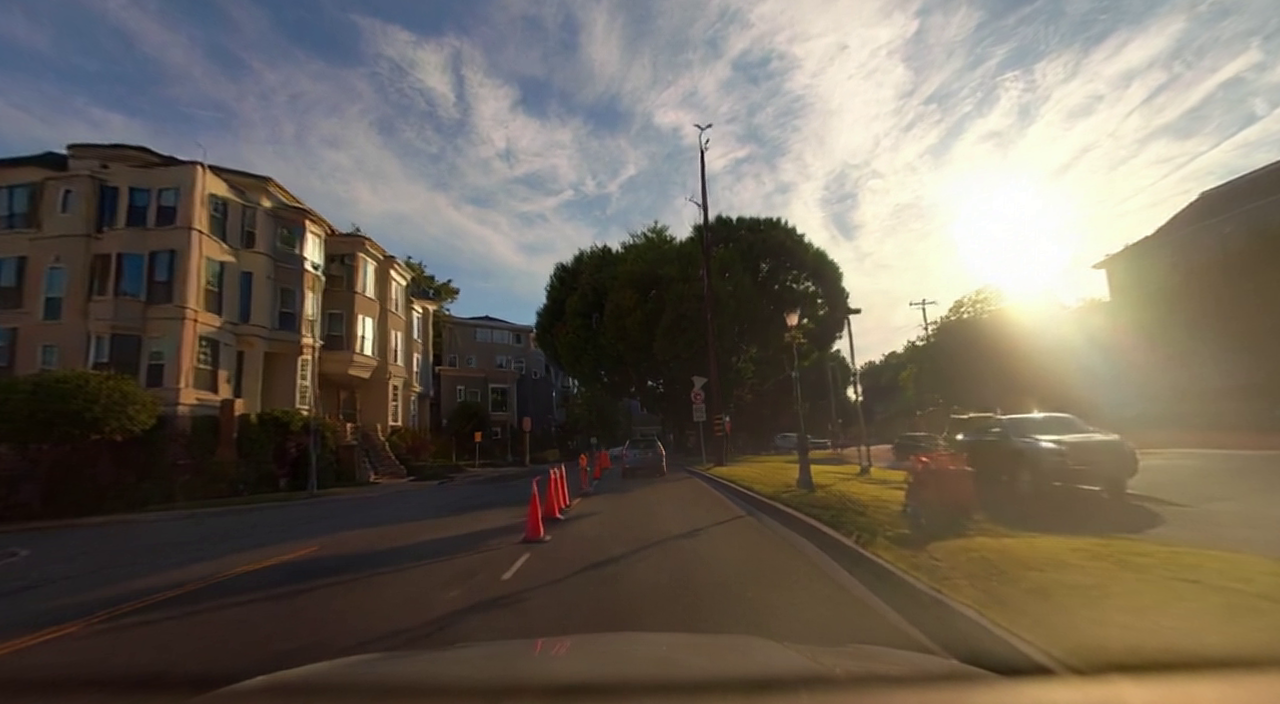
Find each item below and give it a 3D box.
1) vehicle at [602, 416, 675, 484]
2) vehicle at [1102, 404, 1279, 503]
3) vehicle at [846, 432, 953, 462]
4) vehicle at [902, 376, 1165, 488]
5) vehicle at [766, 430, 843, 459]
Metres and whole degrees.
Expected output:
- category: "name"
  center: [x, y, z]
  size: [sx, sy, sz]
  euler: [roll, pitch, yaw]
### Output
- category: "vehicle"
  center: [-0.111, 3.315, 21.470]
  size: [2.169, 2.015, 5.206]
  euler: [0, -9, -1]
- category: "vehicle"
  center: [10.582, 1.888, 11.415]
  size: [1.698, 1.548, 2.969]
  euler: [2, -13, -20]
- category: "vehicle"
  center: [13.014, 4.803, 31.936]
  size: [4.567, 1.448, 1.890]
  euler: [-1, -8, 7]
- category: "vehicle"
  center: [9.582, 2.236, 16.534]
  size: [2.253, 2.306, 6.753]
  euler: [-1, -10, -2]
- category: "vehicle"
  center: [9.497, 5.371, 36.593]
  size: [3.835, 1.584, 1.893]
  euler: [1, -8, -8]
